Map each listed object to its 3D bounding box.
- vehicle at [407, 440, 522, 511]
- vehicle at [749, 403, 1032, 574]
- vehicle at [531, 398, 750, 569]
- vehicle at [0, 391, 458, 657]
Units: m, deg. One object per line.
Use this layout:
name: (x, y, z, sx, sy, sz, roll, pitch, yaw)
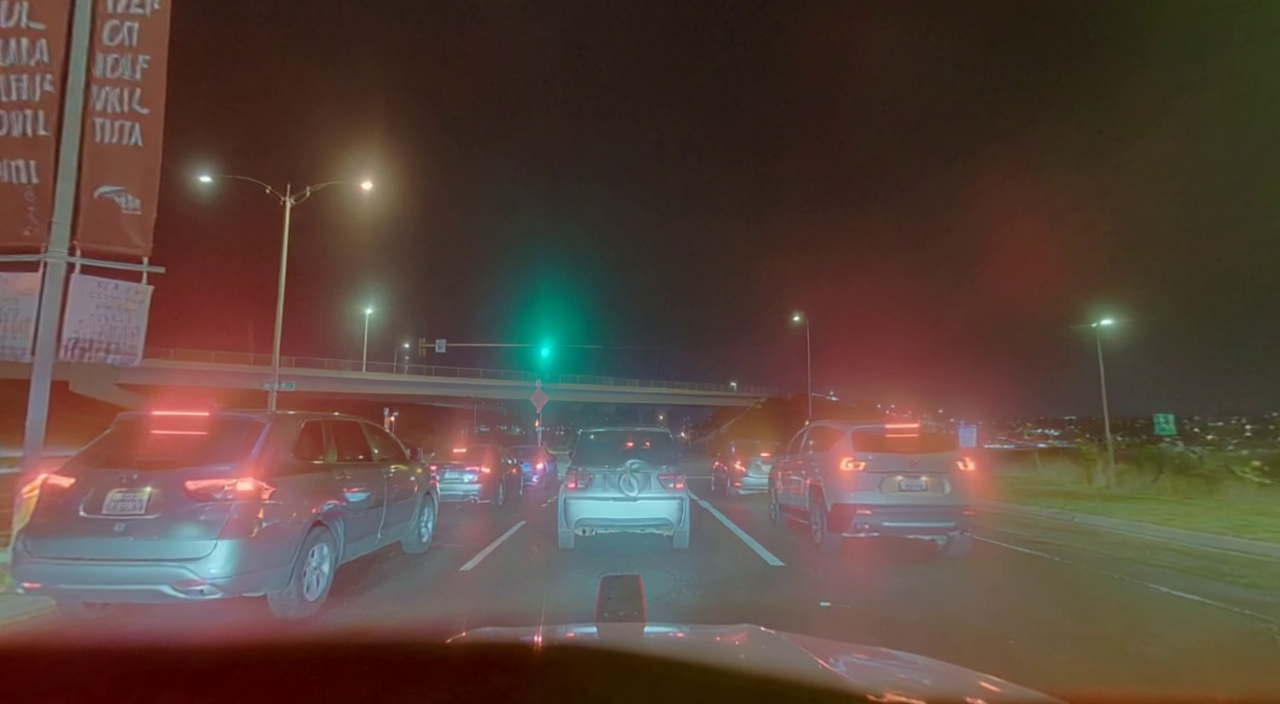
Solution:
vehicle: (-4.151, 2.947, 15.435, 1.797, 1.505, 3.506, 0, -9, 0)
vehicle: (3.098, 1.806, 9.122, 2.016, 1.804, 4.681, 0, -9, -2)
vehicle: (-0.083, 1.773, 9.220, 2.409, 1.864, 4.471, 0, -9, -2)
vehicle: (-3.496, 1.430, 6.273, 2.039, 1.709, 4.265, 0, -9, 0)
